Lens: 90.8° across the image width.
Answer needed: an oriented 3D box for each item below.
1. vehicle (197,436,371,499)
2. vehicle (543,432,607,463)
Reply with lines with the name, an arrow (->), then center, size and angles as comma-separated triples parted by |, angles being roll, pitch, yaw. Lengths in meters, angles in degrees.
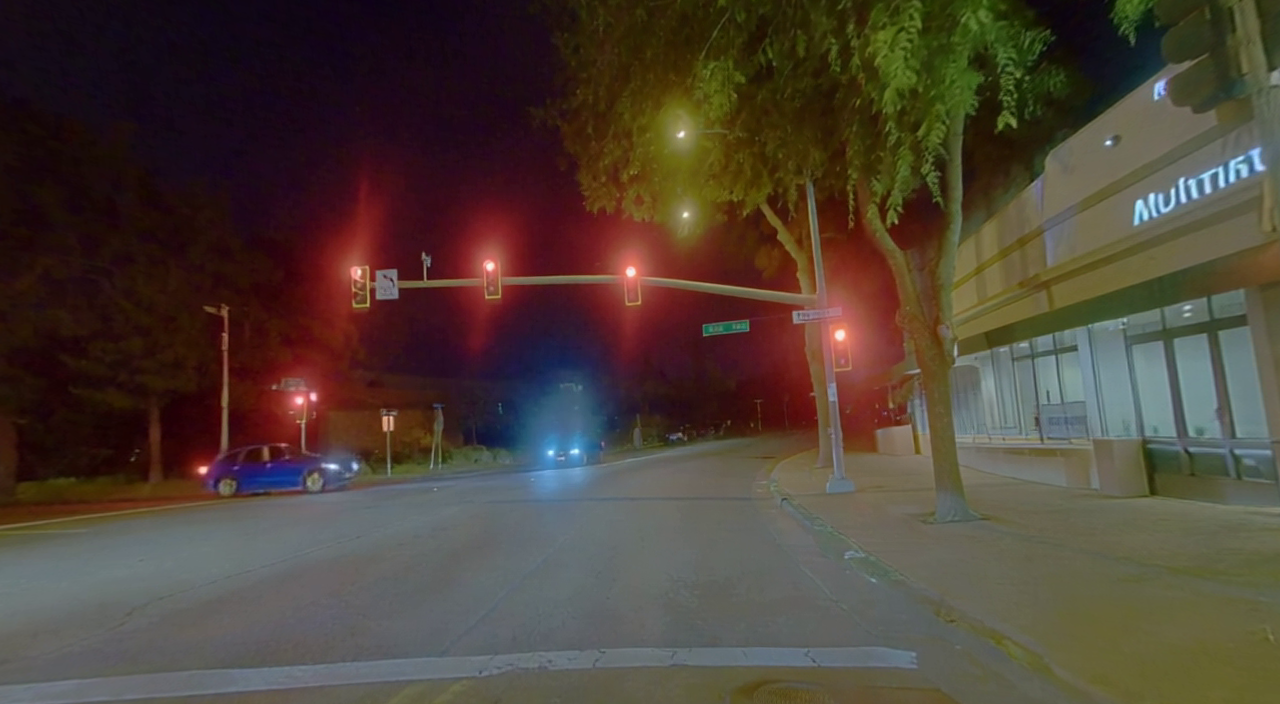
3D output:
vehicle -> -11.948, 3.887, 21.501 | 4.715, 1.745, 2.026 | -3, -8, -4
vehicle -> -3.931, 5.958, 39.334 | 2.244, 1.792, 4.648 | -3, -9, 18
